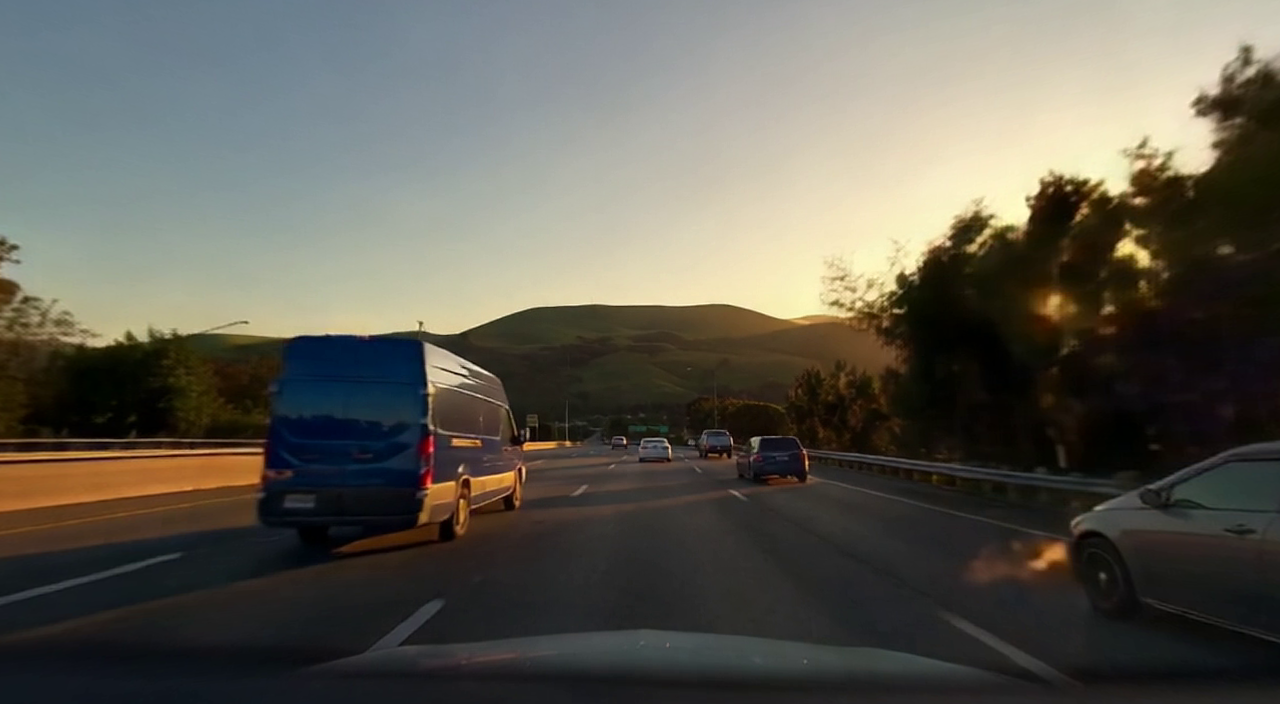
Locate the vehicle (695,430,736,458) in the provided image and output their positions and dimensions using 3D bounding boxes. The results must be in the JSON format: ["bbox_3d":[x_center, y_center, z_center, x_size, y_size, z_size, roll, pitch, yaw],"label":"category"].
[{"bbox_3d":[5.256,6.495,44.599,2.229,1.837,4.710,0,-8,-1],"label":"vehicle"}]

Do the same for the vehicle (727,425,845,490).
[{"bbox_3d":[4.063,3.019,18.343,2.270,1.660,4.101,0,-8,-3],"label":"vehicle"}]

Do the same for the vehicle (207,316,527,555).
[{"bbox_3d":[-3.544,1.329,9.951,2.396,2.664,5.735,0,-8,0],"label":"vehicle"}]

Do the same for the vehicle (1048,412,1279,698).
[{"bbox_3d":[4.407,1.008,2.931,2.050,1.491,4.362,0,-8,-1],"label":"vehicle"}]

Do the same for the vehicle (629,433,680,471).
[{"bbox_3d":[0.581,4.338,27.567,2.054,1.504,3.890,0,-8,0],"label":"vehicle"}]
